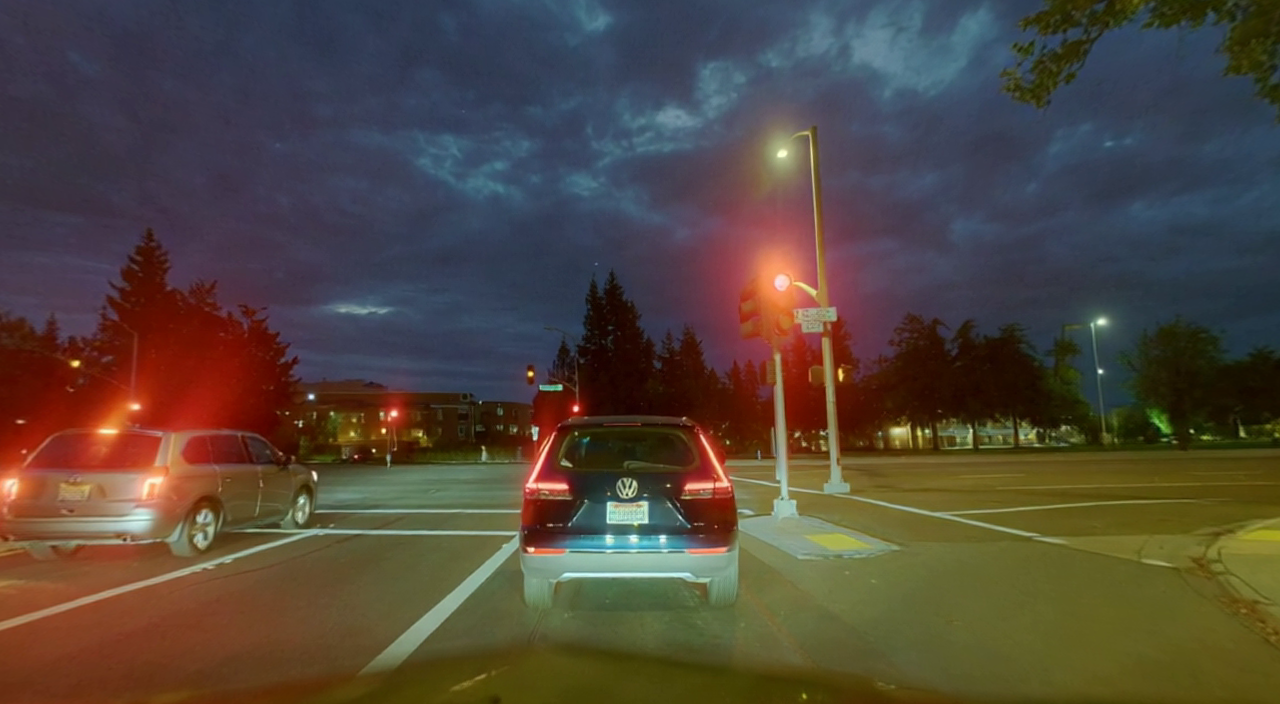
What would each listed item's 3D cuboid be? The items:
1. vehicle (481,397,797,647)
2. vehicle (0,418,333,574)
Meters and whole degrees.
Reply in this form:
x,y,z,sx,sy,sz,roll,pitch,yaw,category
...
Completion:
x,y,z,sx,sy,sz,roll,pitch,yaw,category
-0.150,1.459,6.444,2.154,1.670,4.140,0,-9,-4,vehicle
-6.397,1.901,9.121,2.020,1.695,4.187,1,-9,-5,vehicle
